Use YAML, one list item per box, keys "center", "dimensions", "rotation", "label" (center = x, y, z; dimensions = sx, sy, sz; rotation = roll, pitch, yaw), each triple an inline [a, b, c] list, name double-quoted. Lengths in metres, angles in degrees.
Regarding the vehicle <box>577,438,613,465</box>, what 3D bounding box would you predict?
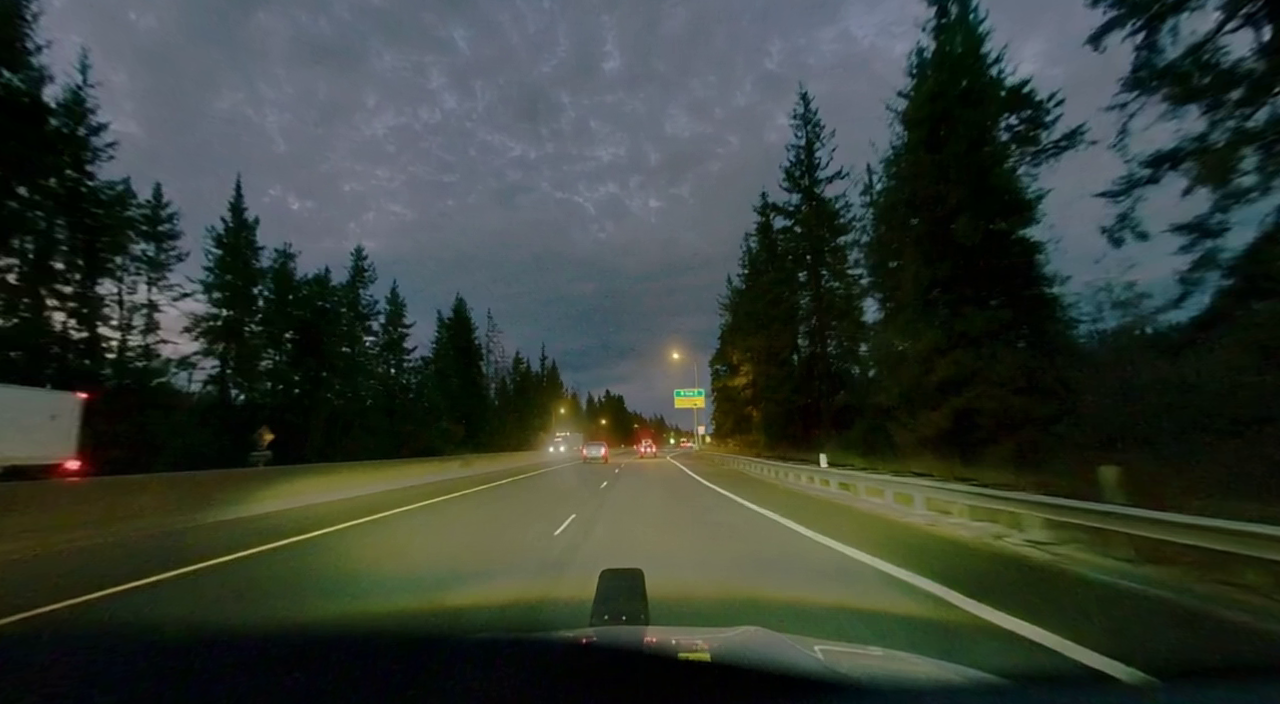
- center: [-3.079, 6.954, 44.102]
  dimensions: [2.129, 1.742, 4.217]
  rotation: [0, -8, 1]
  label: "vehicle"
